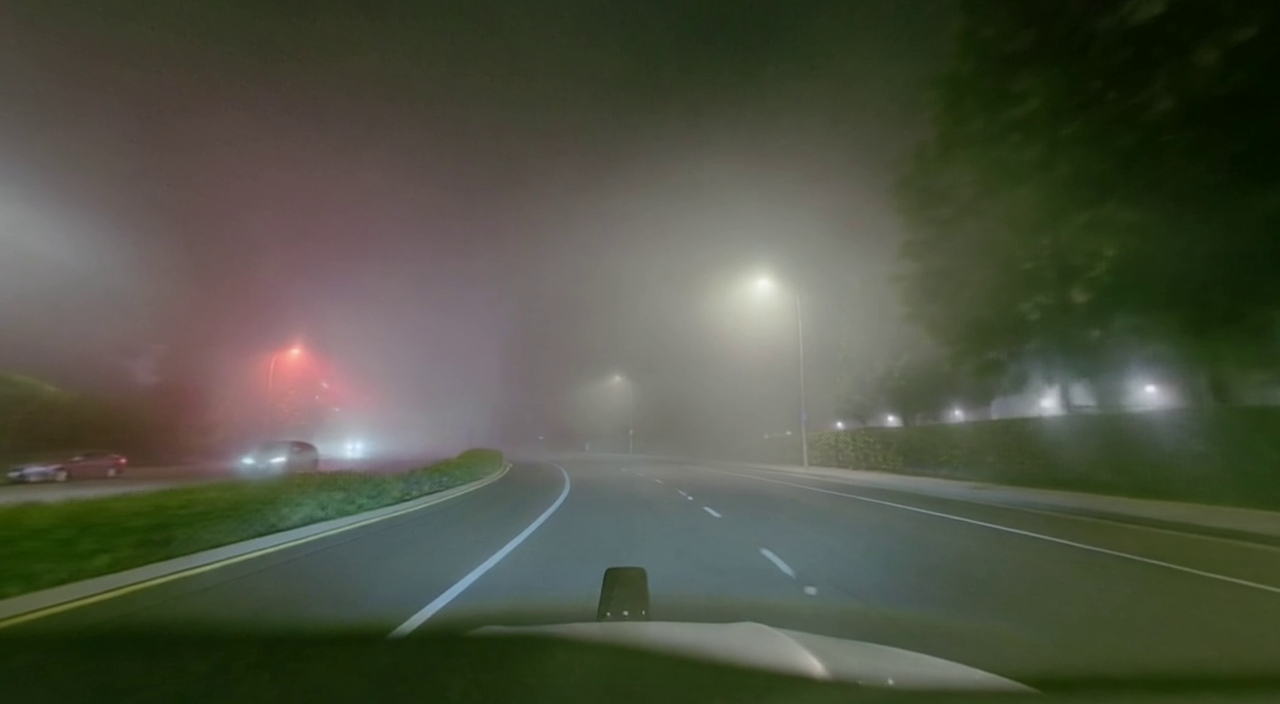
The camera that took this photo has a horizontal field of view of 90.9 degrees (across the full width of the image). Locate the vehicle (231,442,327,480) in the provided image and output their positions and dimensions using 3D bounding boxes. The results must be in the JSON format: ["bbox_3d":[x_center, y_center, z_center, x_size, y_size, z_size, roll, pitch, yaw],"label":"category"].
[{"bbox_3d":[-15.590,4.681,27.512,1.987,1.489,4.389,1,-8,-7],"label":"vehicle"}]

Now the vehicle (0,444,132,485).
[{"bbox_3d":[-22.686,4.388,24.972,1.844,1.452,4.362,1,-8,-7],"label":"vehicle"}]
